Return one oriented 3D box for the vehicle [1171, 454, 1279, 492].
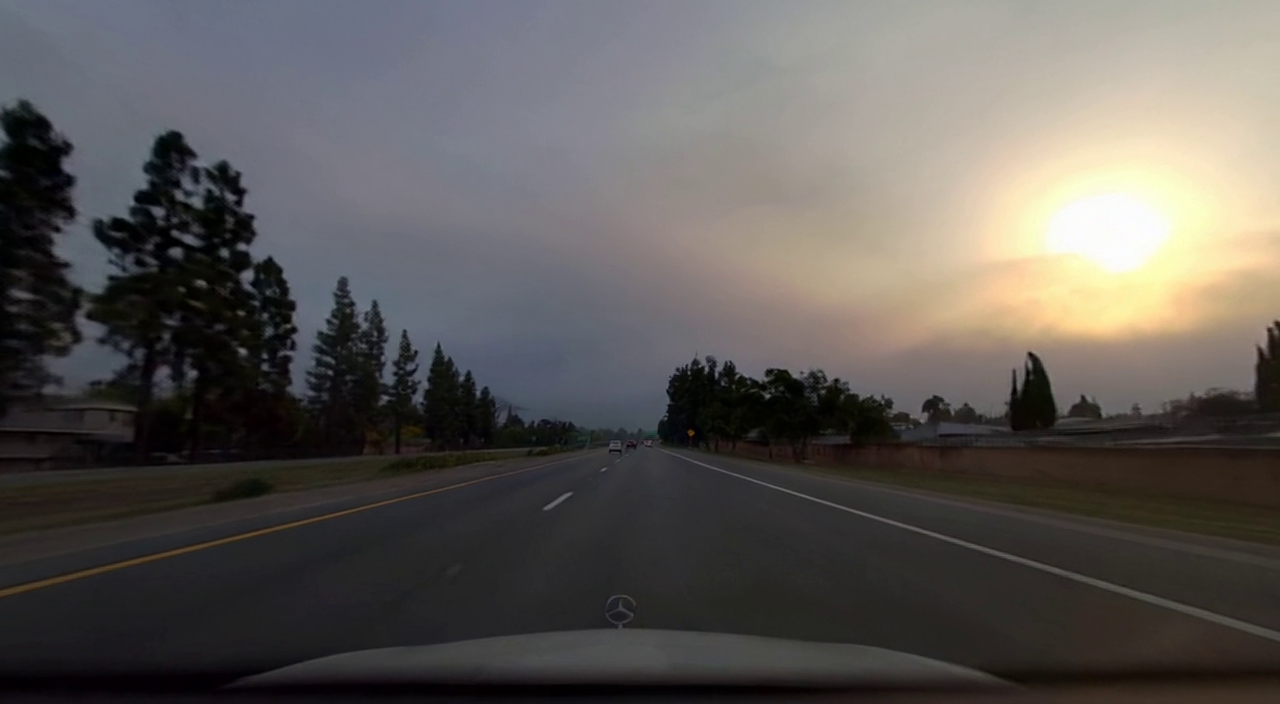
[{"bbox_3d":[31.475,6.250,32.985,2.121,1.755,5.377,0,-9,-8],"label":"vehicle"}]
